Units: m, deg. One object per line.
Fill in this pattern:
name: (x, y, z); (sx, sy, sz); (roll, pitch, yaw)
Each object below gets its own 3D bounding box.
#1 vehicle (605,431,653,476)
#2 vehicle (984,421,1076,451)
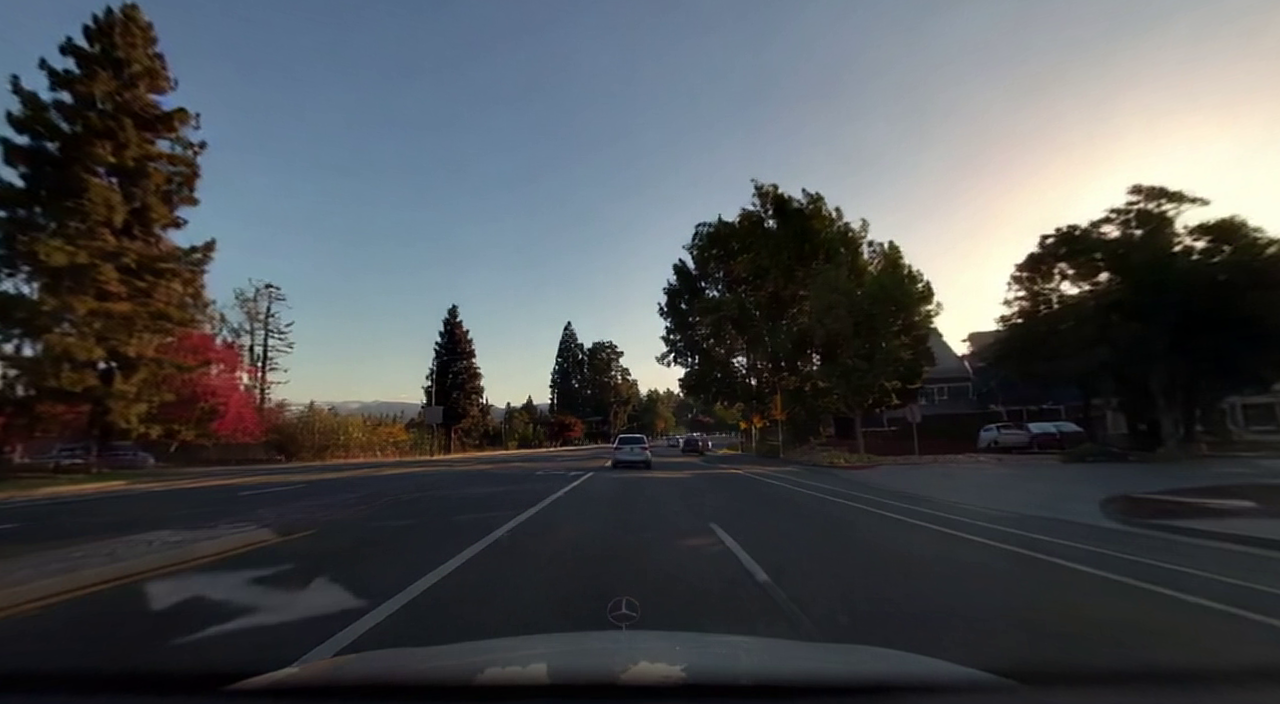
vehicle: (-0.453, 4.905, 30.588); (2.072, 2.002, 4.391); (0, -8, 2)
vehicle: (22.656, 4.964, 36.703); (1.826, 1.621, 4.546); (2, -9, -13)
